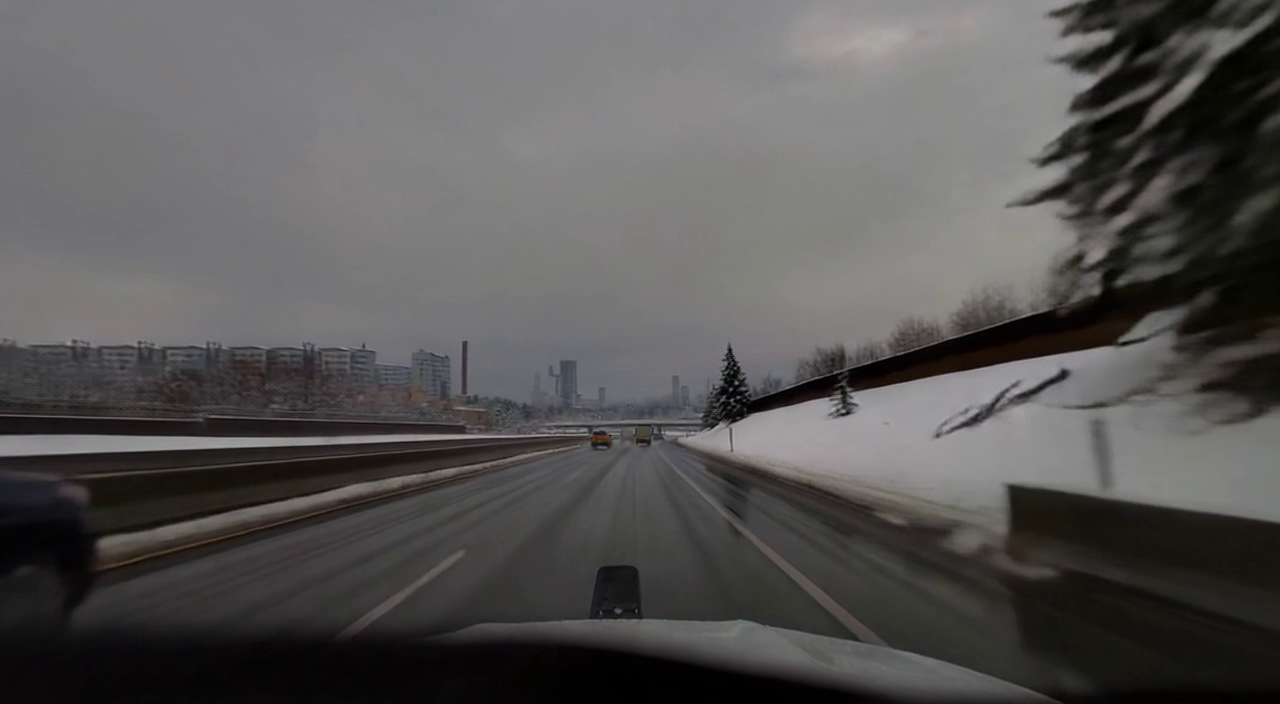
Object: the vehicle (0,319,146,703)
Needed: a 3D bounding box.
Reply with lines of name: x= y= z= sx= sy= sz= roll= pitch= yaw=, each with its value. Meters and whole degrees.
vehicle: x=-3.596 y=0.506 z=1.070 sx=2.018 sy=1.678 sz=4.312 roll=0 pitch=-8 yaw=-1
